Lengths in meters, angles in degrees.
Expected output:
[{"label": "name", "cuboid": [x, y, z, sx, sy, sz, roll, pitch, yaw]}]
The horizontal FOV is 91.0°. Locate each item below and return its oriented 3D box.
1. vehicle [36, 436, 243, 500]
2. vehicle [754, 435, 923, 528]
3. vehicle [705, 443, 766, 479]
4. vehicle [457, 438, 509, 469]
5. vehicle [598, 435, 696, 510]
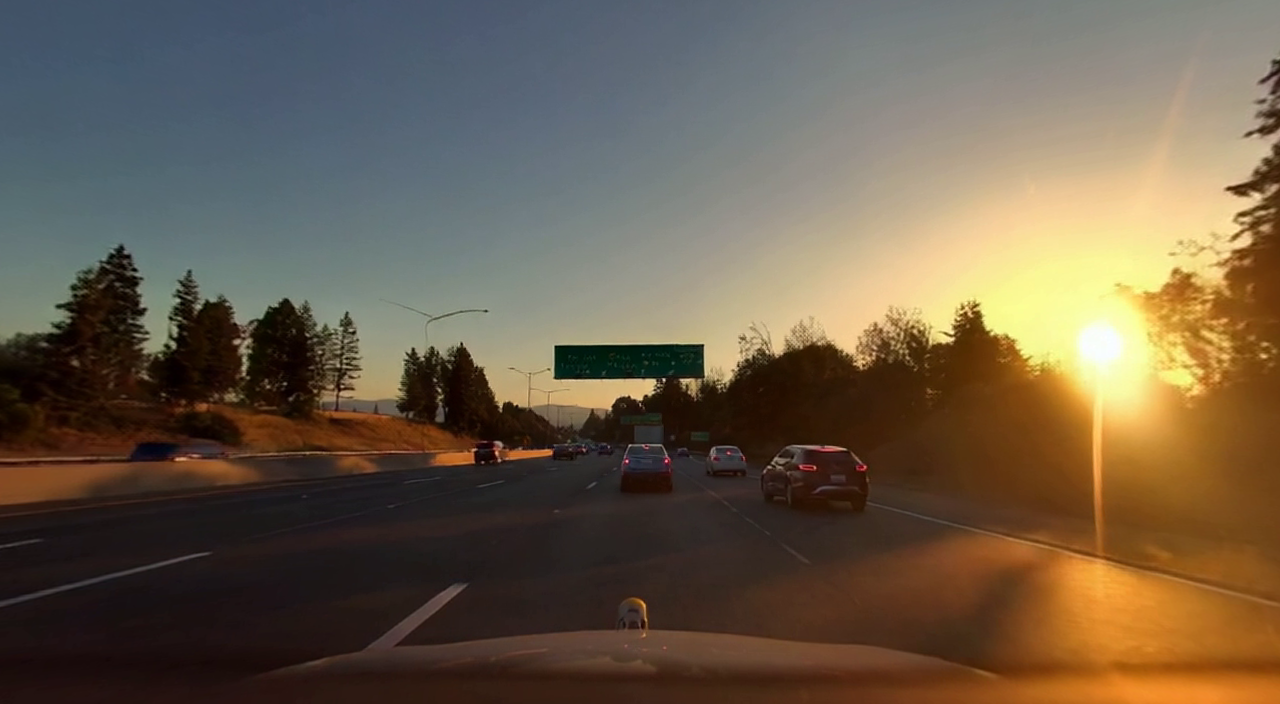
[{"label": "vehicle", "cuboid": [-14.468, 3.363, 18.720, 2.055, 1.613, 4.955, 0, -9, 0]}, {"label": "vehicle", "cuboid": [3.658, 2.457, 12.501, 2.044, 1.523, 3.947, 0, -9, 0]}, {"label": "vehicle", "cuboid": [4.238, 4.929, 28.756, 2.002, 1.499, 4.710, 0, -9, -1]}, {"label": "vehicle", "cuboid": [-9.936, 6.460, 40.263, 1.978, 1.821, 4.975, 0, -9, 1]}, {"label": "vehicle", "cuboid": [0.160, 2.817, 15.149, 2.044, 1.554, 3.824, 0, -9, 0]}]
